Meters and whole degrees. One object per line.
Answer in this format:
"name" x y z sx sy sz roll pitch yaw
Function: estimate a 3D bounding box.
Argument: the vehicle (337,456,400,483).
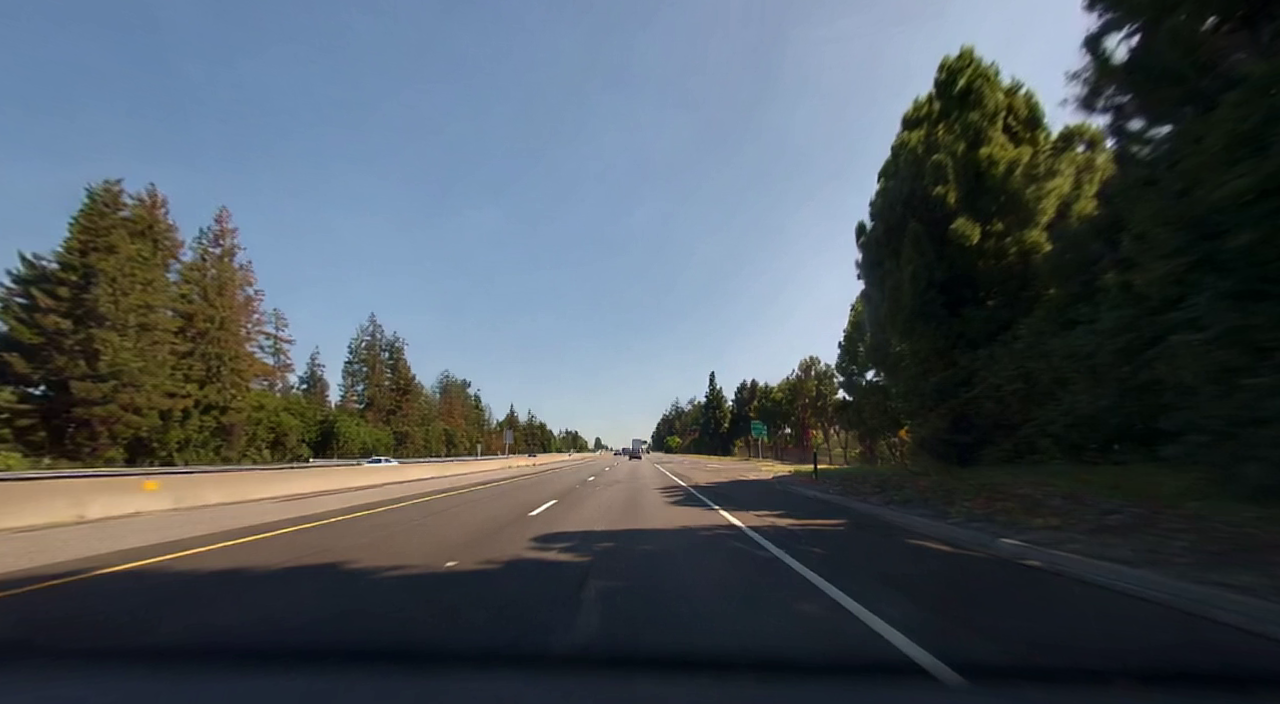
"vehicle" -16.930 7.329 39.572 1.961 1.512 4.406 0 -9 0
